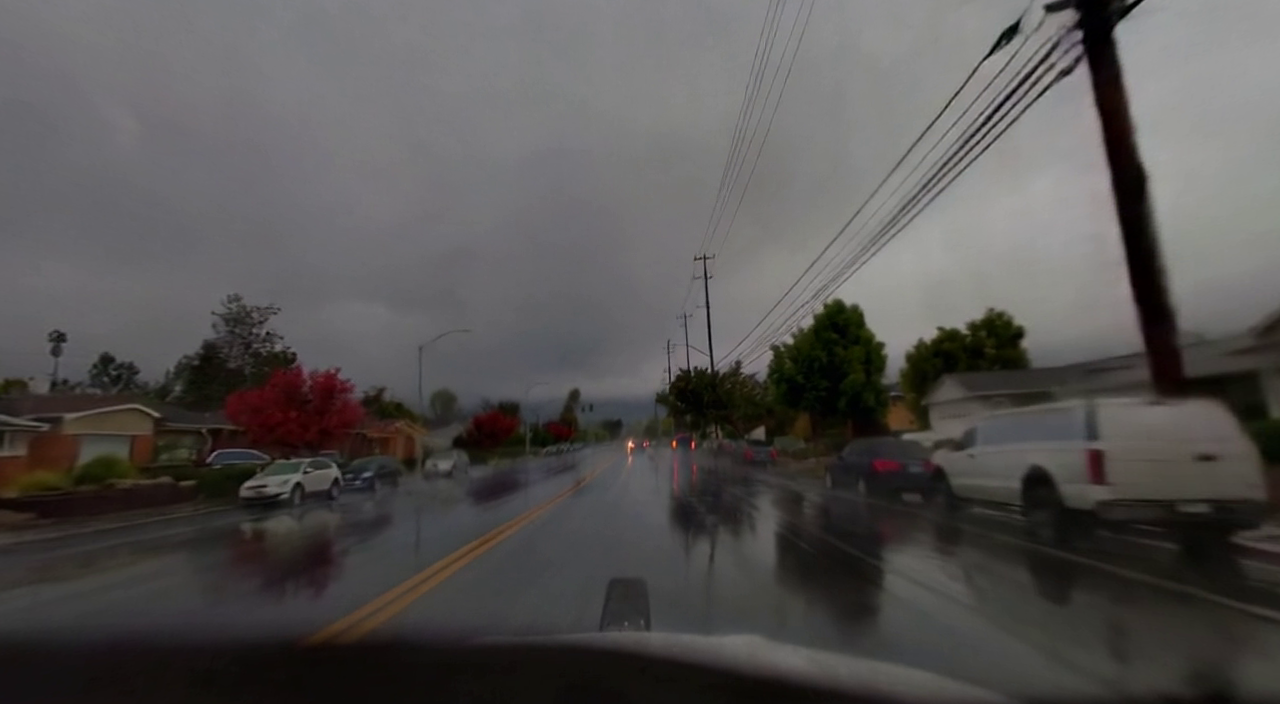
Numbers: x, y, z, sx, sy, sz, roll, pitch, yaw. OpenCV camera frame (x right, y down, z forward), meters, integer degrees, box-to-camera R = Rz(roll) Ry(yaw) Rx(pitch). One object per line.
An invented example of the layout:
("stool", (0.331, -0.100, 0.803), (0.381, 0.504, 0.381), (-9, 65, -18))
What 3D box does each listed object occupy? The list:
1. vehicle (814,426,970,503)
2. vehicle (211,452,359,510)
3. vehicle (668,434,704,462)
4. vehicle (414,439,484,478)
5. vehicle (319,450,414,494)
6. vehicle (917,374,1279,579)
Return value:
("vehicle", (6.285, 2.855, 16.481), (2.079, 1.697, 4.753), (0, -8, 0))
("vehicle", (-10.596, 3.841, 19.259), (2.098, 1.503, 4.113), (0, -8, 0))
("vehicle", (3.046, 6.506, 42.925), (2.070, 1.765, 4.731), (0, -8, -1))
("vehicle", (-10.462, 5.830, 34.867), (2.258, 1.846, 4.843), (-3, -8, 1))
("vehicle", (-10.584, 4.636, 24.750), (1.800, 1.472, 4.359), (0, -8, -1))
("vehicle", (6.439, 1.652, 9.258), (2.274, 2.090, 5.465), (0, -8, 1))
